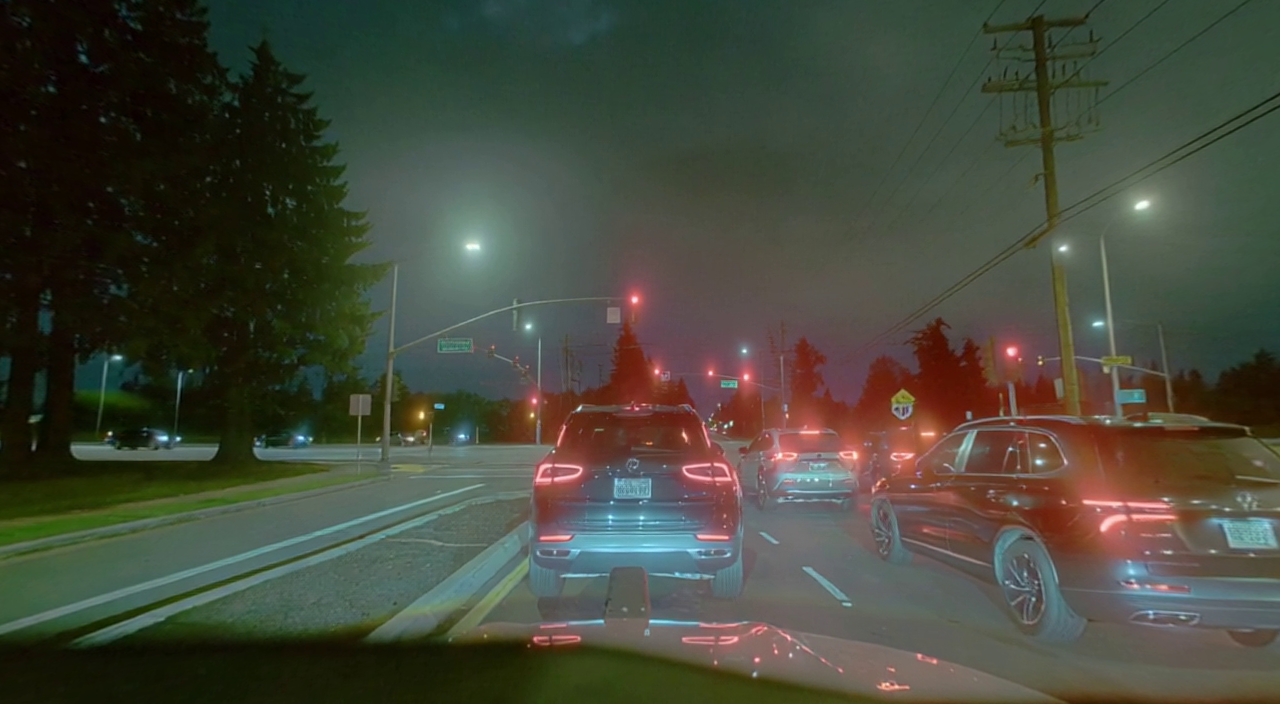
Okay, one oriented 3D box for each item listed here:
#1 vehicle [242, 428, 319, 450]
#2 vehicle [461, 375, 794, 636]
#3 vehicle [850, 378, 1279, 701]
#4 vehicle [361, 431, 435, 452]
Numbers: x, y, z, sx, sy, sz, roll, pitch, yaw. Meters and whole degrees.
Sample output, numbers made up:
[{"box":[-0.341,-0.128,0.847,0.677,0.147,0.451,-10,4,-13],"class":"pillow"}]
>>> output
[{"box":[-26.832,6.525,47.219,4.587,1.639,1.878,0,-8,0],"class":"vehicle"},{"box":[-0.132,1.371,6.630,2.271,1.786,4.443,0,-8,-1],"class":"vehicle"},{"box":[3.557,1.298,5.569,1.948,1.677,4.437,0,-8,1],"class":"vehicle"},{"box":[-17.749,6.559,46.368,4.607,1.478,1.995,0,-8,0],"class":"vehicle"}]
